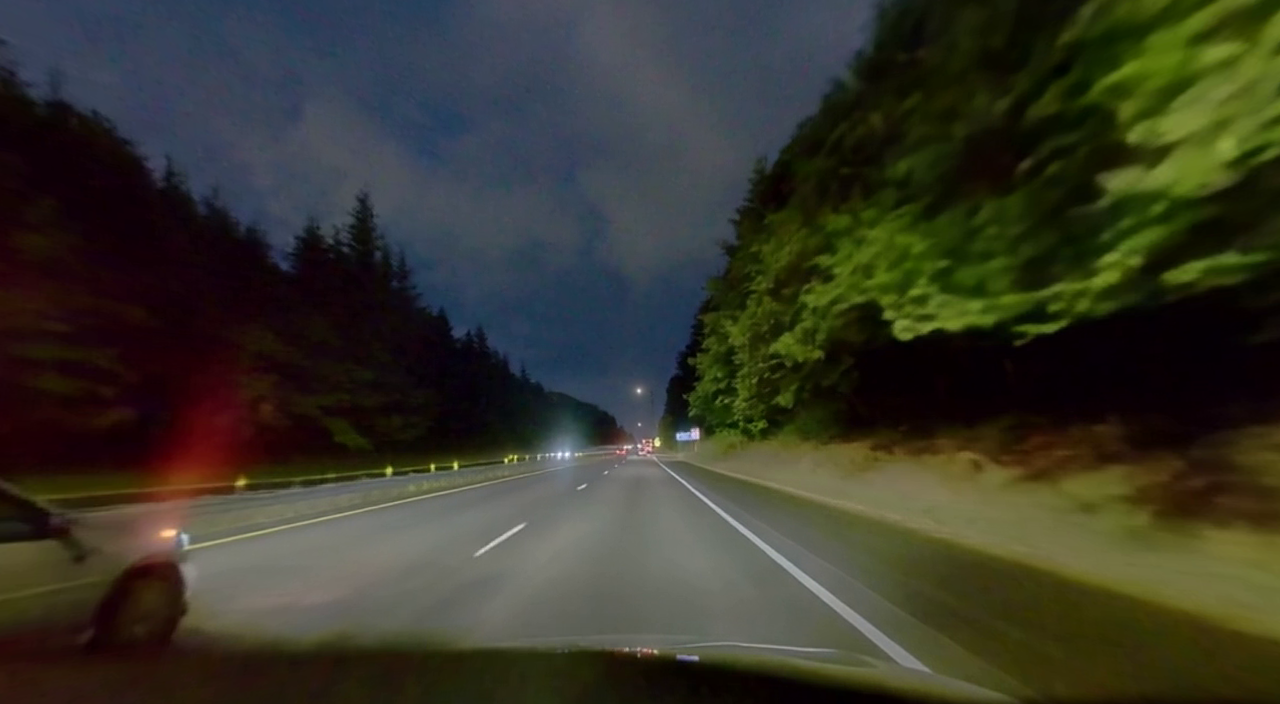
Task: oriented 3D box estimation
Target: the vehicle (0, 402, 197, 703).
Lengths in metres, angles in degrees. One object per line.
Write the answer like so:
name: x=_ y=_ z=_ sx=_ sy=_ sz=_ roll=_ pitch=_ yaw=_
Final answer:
vehicle: x=-3.548 y=0.753 z=1.215 sx=1.969 sy=1.505 sz=4.636 roll=0 pitch=-9 yaw=1
